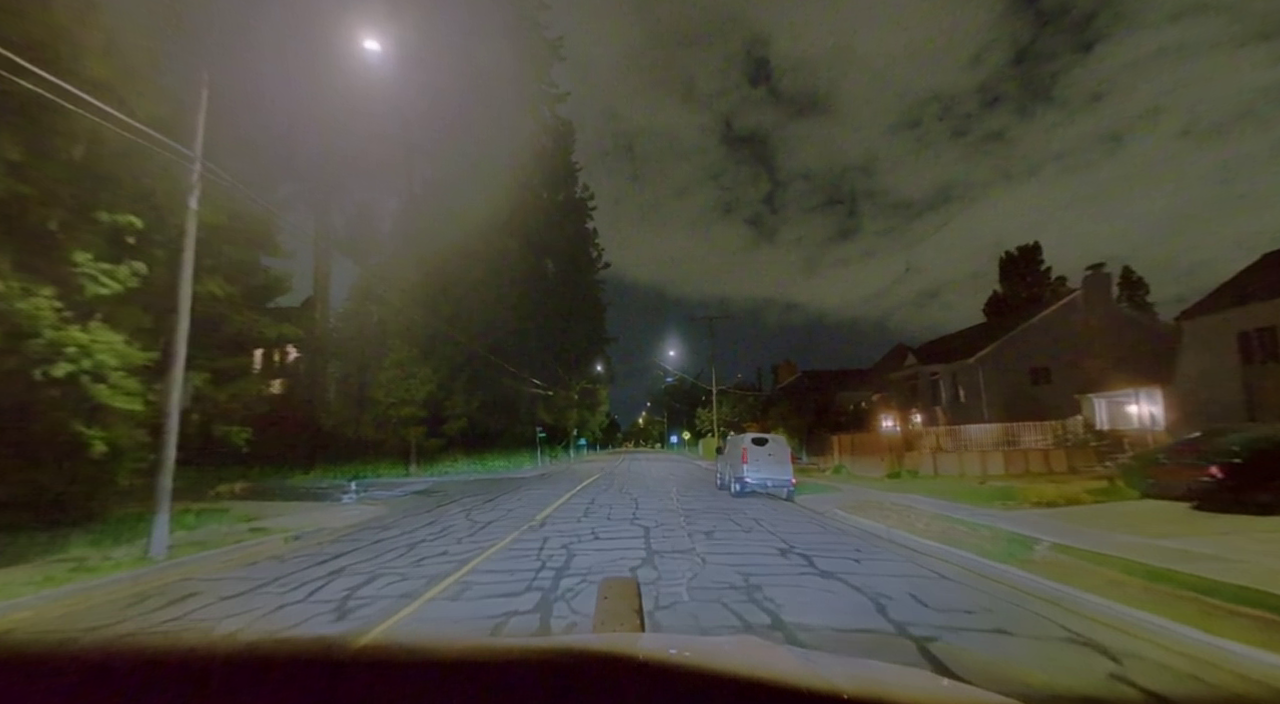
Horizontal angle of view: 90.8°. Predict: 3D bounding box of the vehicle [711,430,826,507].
[{"bbox_3d":[3.206,3.015,16.762,2.086,1.726,4.384,-1,-9,0],"label":"vehicle"}]
